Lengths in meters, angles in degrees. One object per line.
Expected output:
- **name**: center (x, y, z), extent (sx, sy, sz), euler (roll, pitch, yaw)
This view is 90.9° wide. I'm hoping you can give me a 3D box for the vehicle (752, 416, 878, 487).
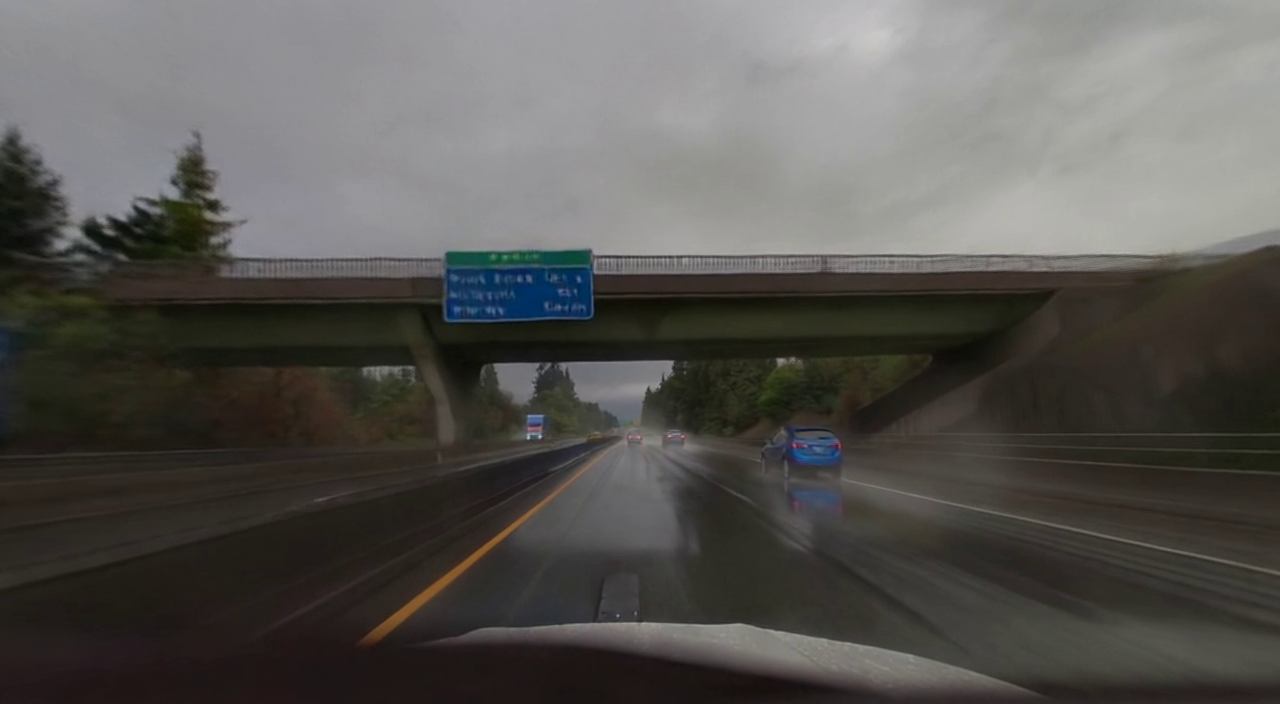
- **vehicle**: center (4.466, 2.611, 16.805), extent (2.073, 1.651, 4.065), euler (0, -8, -2)
